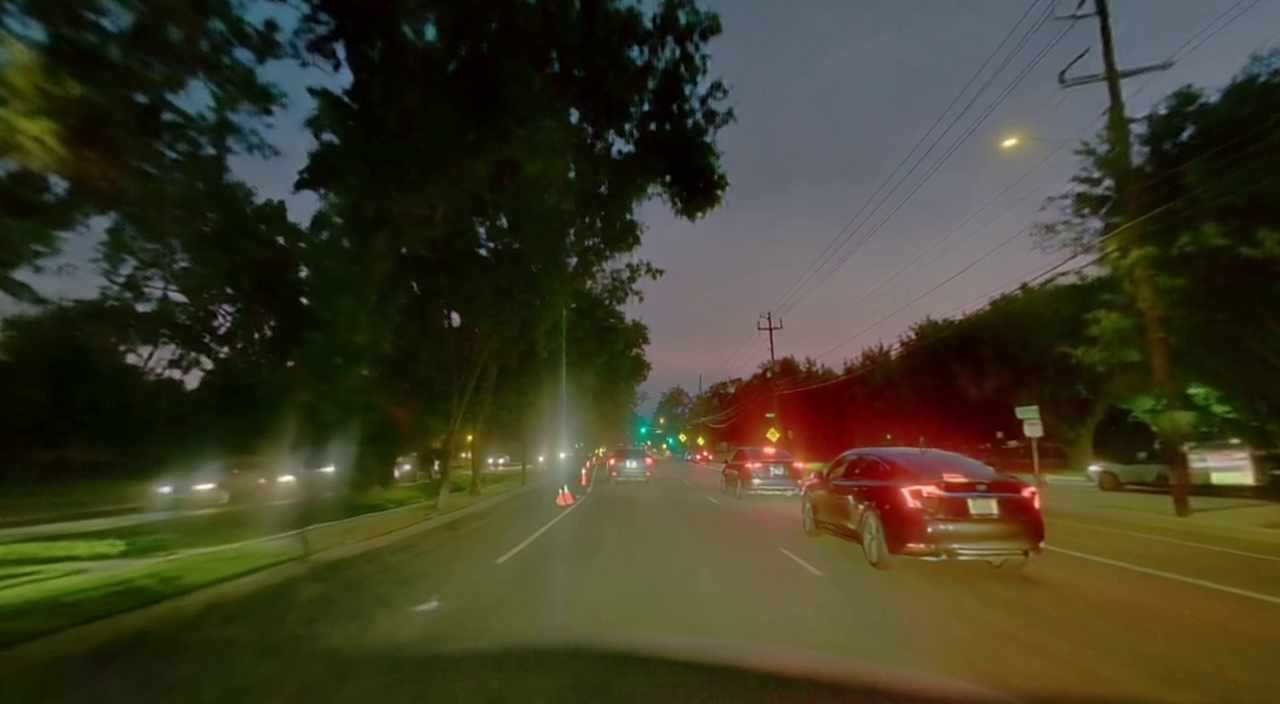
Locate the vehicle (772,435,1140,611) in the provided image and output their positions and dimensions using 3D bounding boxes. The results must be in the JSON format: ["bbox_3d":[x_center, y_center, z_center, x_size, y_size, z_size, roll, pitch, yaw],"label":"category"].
[{"bbox_3d":[3.215,1.803,7.762,1.977,1.460,4.565,0,-8,-3],"label":"vehicle"}]

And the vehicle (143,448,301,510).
[{"bbox_3d":[-16.082,4.849,24.851,2.258,2.072,5.695,-1,-8,0],"label":"vehicle"}]

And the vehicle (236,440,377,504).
[{"bbox_3d":[-12.480,4.478,24.276,2.223,2.091,6.044,0,-8,-1],"label":"vehicle"}]

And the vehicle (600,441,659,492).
[{"bbox_3d":[-0.375,4.253,23.888,2.050,1.745,3.915,-1,-8,0],"label":"vehicle"}]

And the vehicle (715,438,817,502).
[{"bbox_3d":[3.780,3.609,19.841,2.116,1.726,4.672,0,-8,-1],"label":"vehicle"}]
